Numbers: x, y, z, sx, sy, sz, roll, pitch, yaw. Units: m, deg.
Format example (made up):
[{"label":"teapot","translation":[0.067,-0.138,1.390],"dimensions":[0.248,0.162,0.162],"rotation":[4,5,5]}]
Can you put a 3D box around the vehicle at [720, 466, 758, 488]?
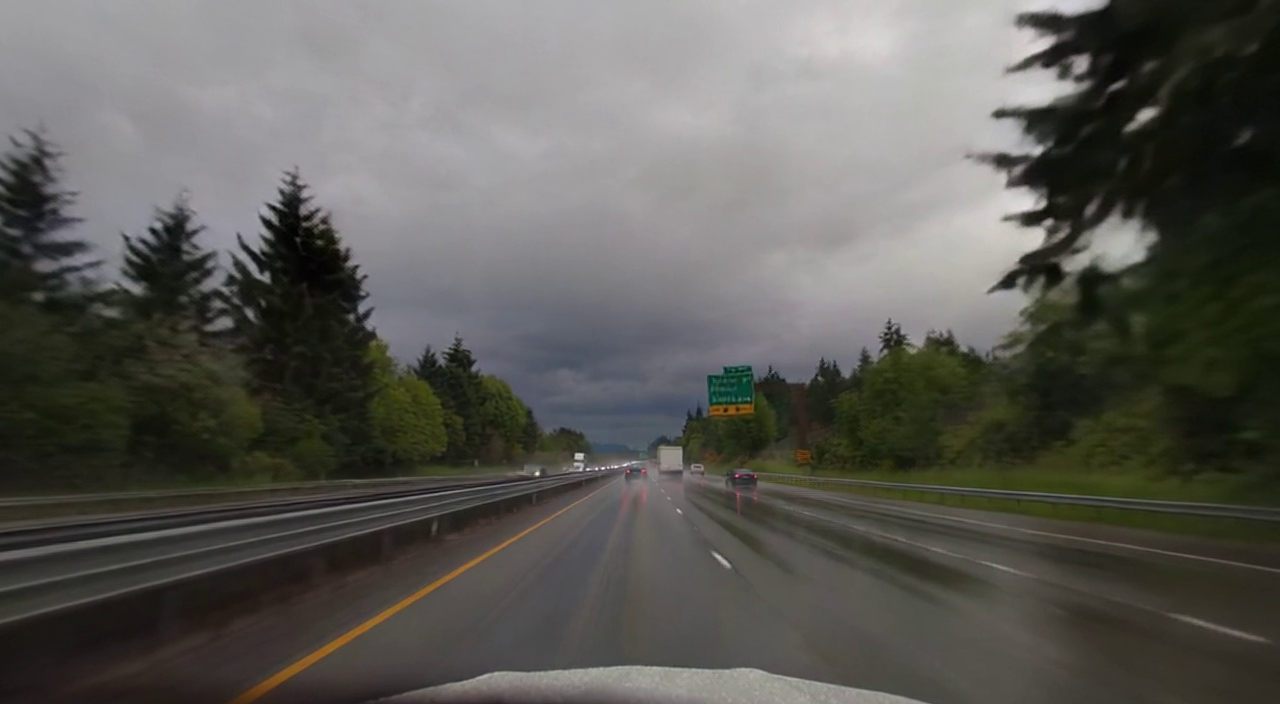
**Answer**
[{"label":"vehicle","translation":[7.350,9.355,47.196],"dimensions":[1.977,1.494,4.311],"rotation":[1,-10,-2]}]

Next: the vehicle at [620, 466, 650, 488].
[{"label":"vehicle","translation":[-0.358,8.849,44.772],"dimensions":[2.025,1.452,3.927],"rotation":[1,-10,-1]}]
